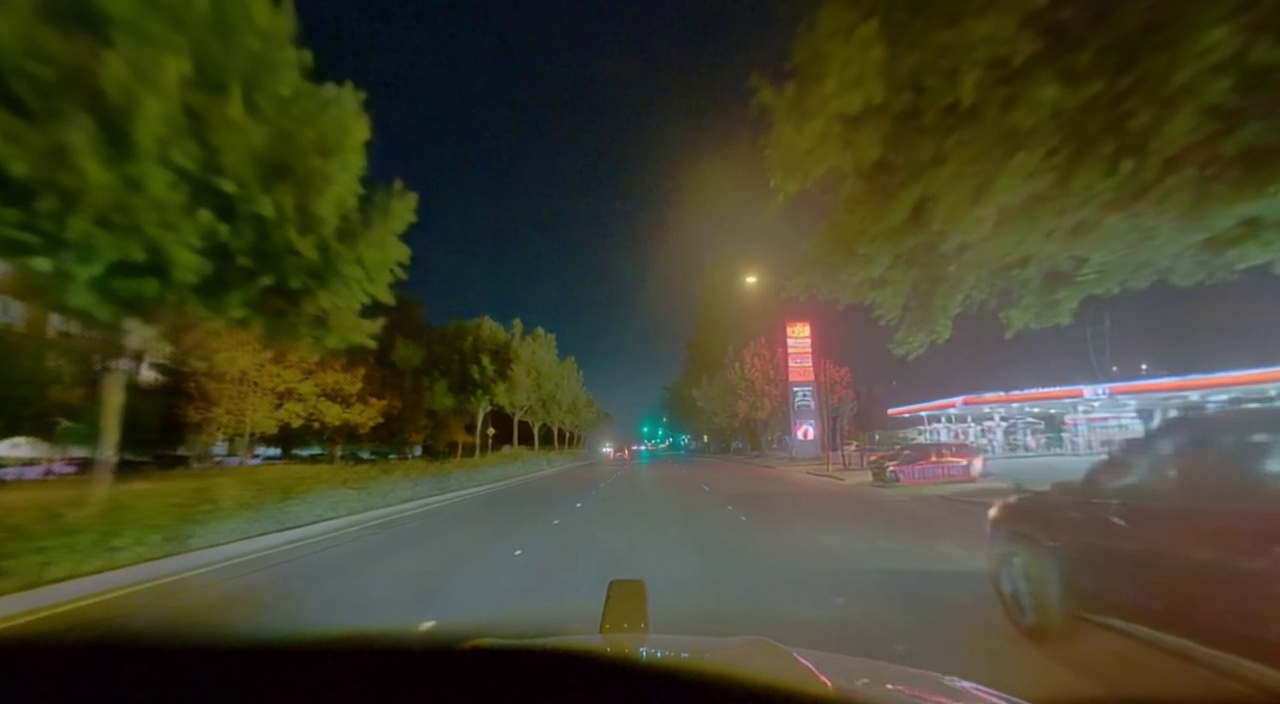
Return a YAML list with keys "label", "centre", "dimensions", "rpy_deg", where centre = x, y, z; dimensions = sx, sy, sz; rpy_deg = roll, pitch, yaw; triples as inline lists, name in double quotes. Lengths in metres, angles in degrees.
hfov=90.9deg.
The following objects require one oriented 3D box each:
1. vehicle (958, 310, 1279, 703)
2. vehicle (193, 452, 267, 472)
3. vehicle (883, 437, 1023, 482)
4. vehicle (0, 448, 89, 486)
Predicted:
- label: "vehicle"
  centre: [3.334, 0.705, 1.959]
  dimensions: [2.151, 1.771, 4.792]
  rpy_deg: [0, -9, 0]
- label: "vehicle"
  centre: [-31.227, 8.381, 48.065]
  dimensions: [4.275, 1.411, 1.968]
  rpy_deg: [-1, -8, 3]
- label: "vehicle"
  centre: [12.029, 4.140, 24.411]
  dimensions: [4.359, 1.656, 1.894]
  rpy_deg: [0, -9, -4]
- label: "vehicle"
  centre: [-31.254, 5.769, 31.969]
  dimensions: [2.059, 1.782, 5.016]
  rpy_deg: [1, -9, -1]
